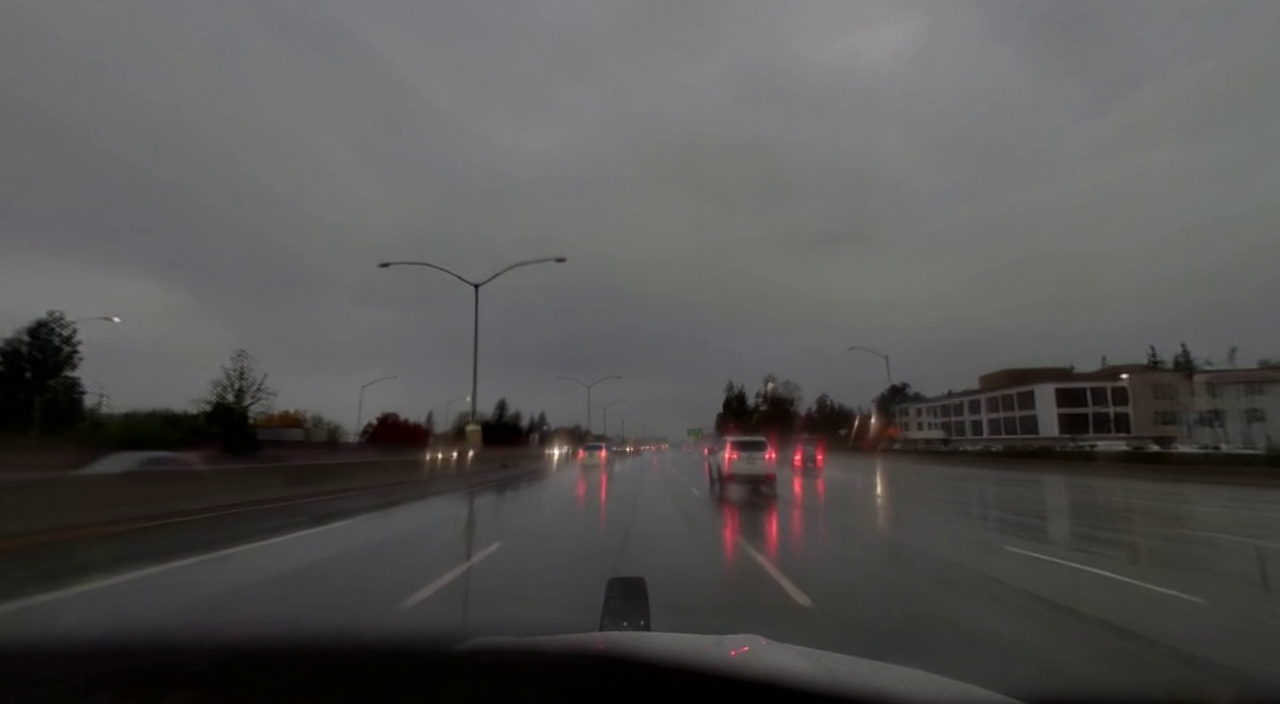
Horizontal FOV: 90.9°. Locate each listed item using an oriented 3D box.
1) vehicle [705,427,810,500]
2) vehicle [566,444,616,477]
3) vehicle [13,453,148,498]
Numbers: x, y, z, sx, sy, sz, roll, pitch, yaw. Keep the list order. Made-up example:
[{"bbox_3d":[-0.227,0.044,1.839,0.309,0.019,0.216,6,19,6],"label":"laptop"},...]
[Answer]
[{"bbox_3d":[3.296,3.263,18.760,2.148,1.852,4.835,0,-9,0],"label":"vehicle"},{"bbox_3d":[-2.437,5.575,32.625,2.080,1.542,4.718,-1,-9,2],"label":"vehicle"},{"bbox_3d":[-18.665,4.095,21.209,1.462,1.353,3.281,0,-9,1],"label":"vehicle"}]
